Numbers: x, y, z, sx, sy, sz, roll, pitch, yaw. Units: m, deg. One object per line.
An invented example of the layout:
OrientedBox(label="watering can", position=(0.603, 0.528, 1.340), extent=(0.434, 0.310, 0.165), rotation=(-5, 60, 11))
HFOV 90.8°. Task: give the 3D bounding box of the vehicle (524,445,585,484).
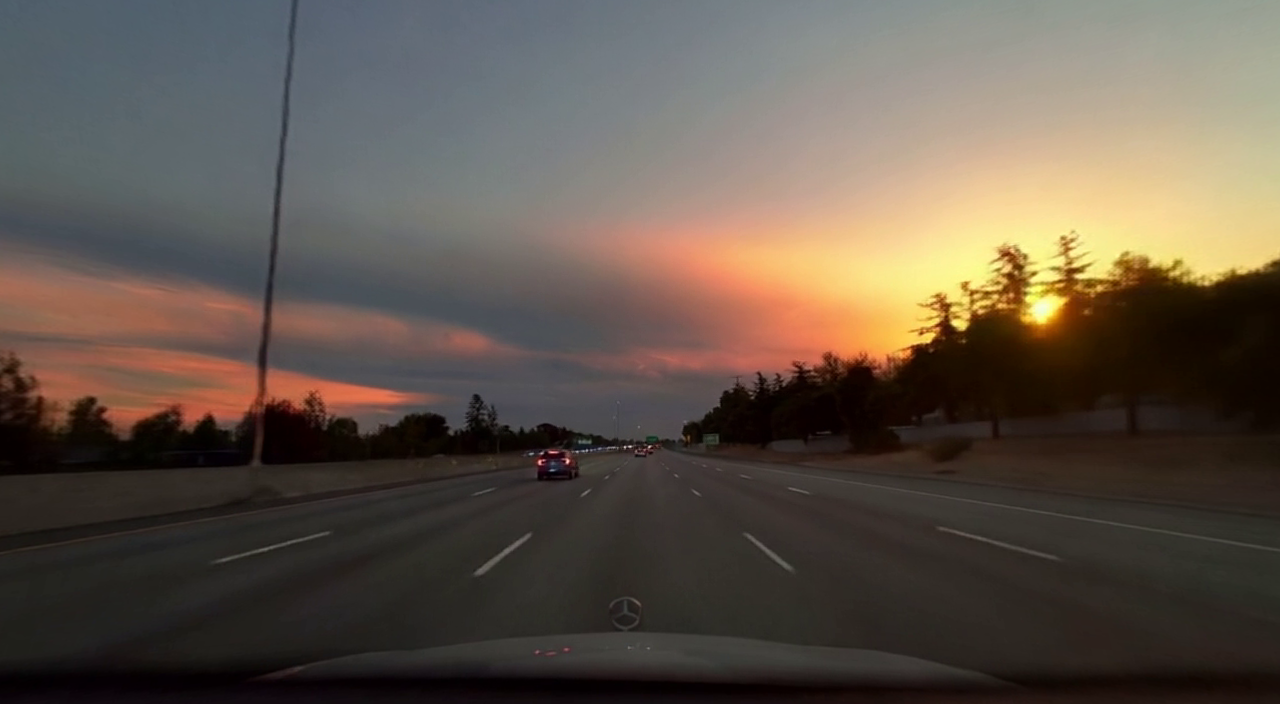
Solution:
OrientedBox(label="vehicle", position=(-3.585, 4.794, 27.180), extent=(1.979, 1.521, 4.147), rotation=(0, -9, 1))
